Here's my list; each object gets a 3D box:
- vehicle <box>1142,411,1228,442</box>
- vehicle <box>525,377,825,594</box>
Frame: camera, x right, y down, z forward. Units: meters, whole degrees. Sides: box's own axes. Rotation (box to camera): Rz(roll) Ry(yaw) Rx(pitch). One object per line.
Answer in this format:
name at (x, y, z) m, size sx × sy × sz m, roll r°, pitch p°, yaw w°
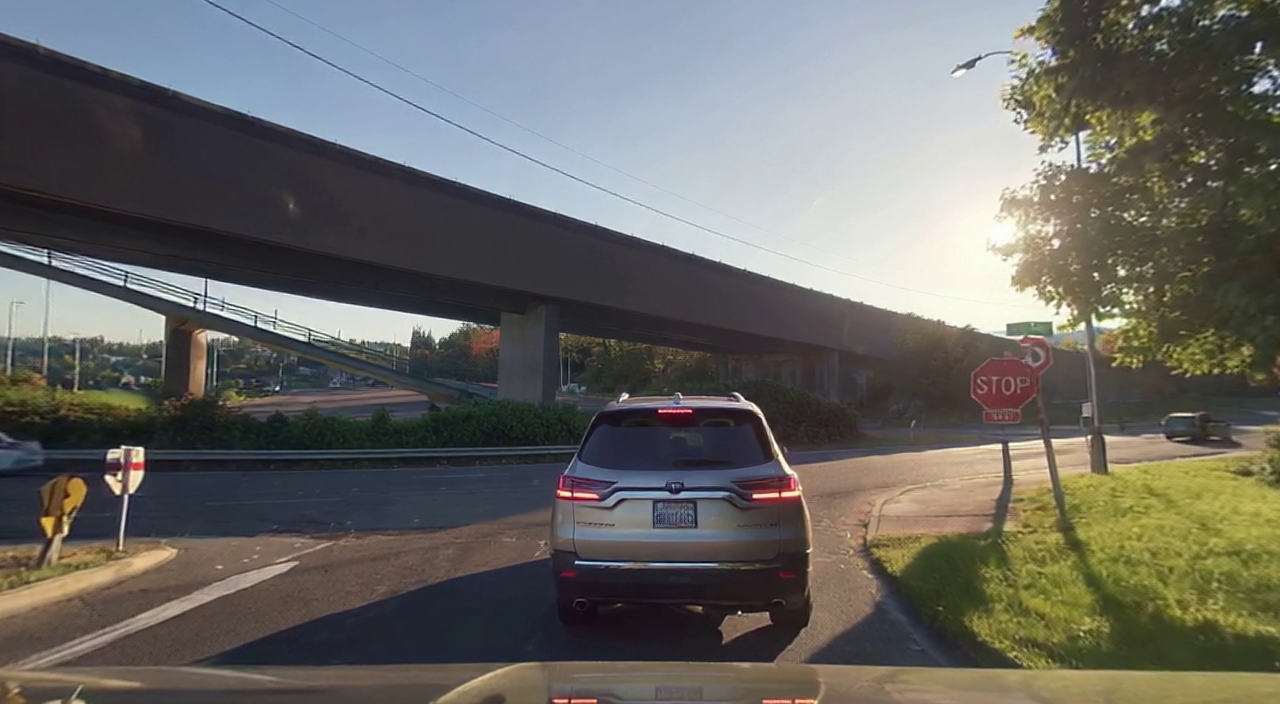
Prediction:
vehicle at (31.844, 4.400, 36.827) m, size 4.413 × 1.717 × 2.073 m, roll 4°, pitch -10°, yaw -26°
vehicle at (0.324, 1.440, 7.524) m, size 2.494 × 1.804 × 4.336 m, roll 0°, pitch -9°, yaw 1°
